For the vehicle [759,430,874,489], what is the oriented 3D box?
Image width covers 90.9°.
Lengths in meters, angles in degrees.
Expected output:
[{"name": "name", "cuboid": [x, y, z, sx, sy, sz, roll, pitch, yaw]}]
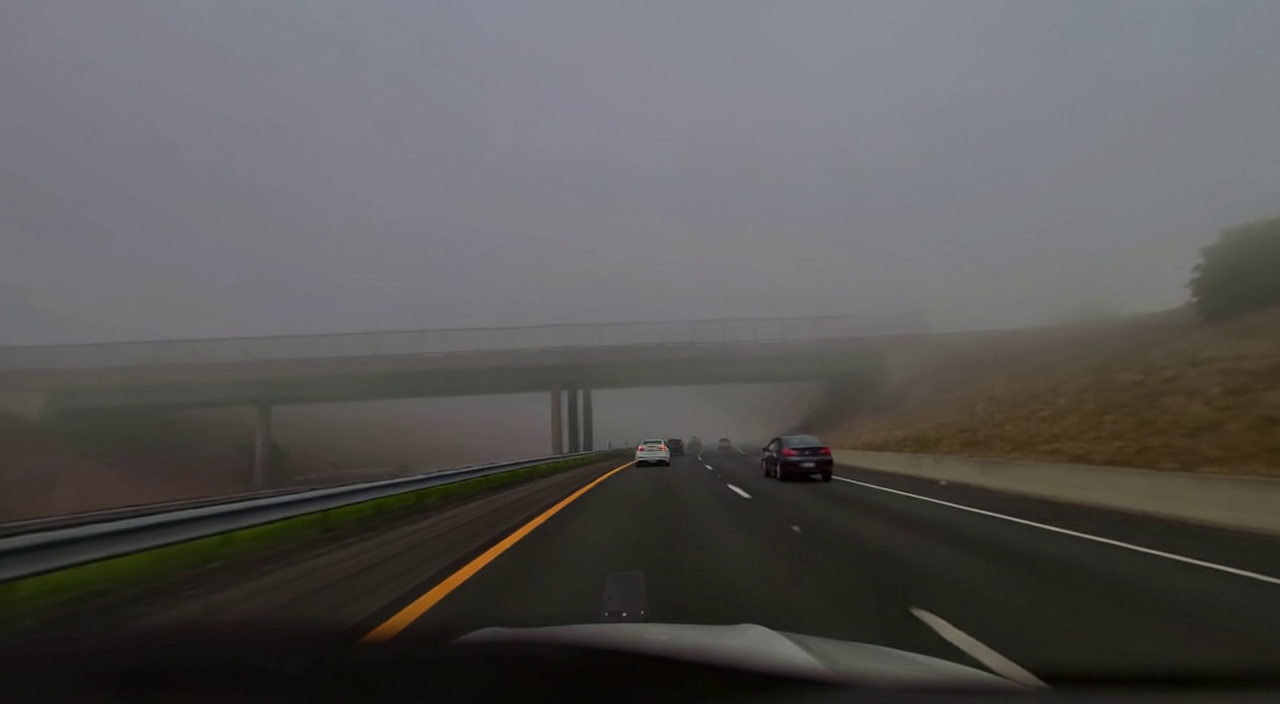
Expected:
[{"name": "vehicle", "cuboid": [4.939, 3.084, 18.394, 2.163, 1.489, 4.470, 0, -8, 2]}]

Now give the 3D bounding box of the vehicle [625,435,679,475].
[{"name": "vehicle", "cuboid": [0.529, 4.066, 25.148, 1.993, 1.461, 3.812, -1, -8, 3]}]
